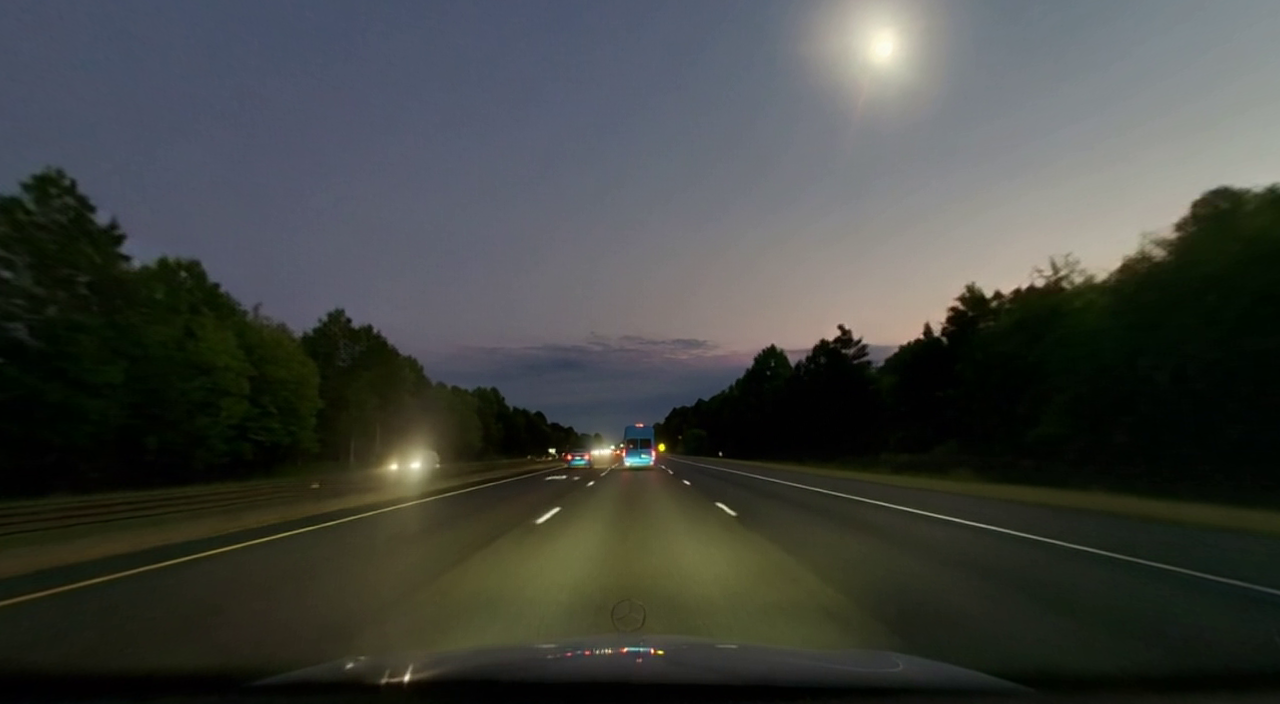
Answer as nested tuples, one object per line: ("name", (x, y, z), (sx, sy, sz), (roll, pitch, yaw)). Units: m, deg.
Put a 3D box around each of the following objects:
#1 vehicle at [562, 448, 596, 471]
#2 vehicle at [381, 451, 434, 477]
("vehicle", (-4.245, 7.481, 44.157), (1.916, 1.506, 4.476), (0, -9, 0))
("vehicle", (-16.728, 8.049, 45.603), (2.191, 1.757, 4.202), (0, -9, 0))
